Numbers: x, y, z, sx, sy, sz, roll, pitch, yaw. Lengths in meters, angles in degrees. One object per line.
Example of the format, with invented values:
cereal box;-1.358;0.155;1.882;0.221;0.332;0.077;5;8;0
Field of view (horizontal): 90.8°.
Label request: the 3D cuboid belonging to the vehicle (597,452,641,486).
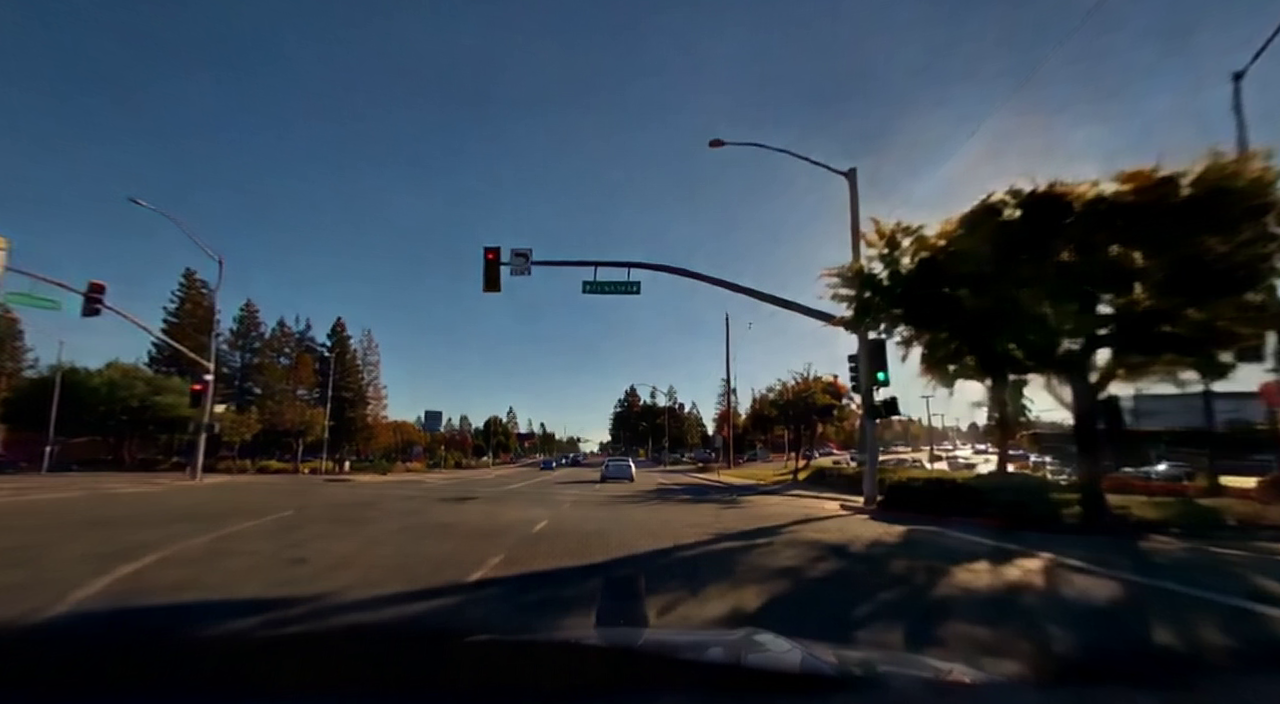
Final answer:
vehicle;-1.040;5.420;29.543;1.917;1.418;3.987;0;-9;-3
